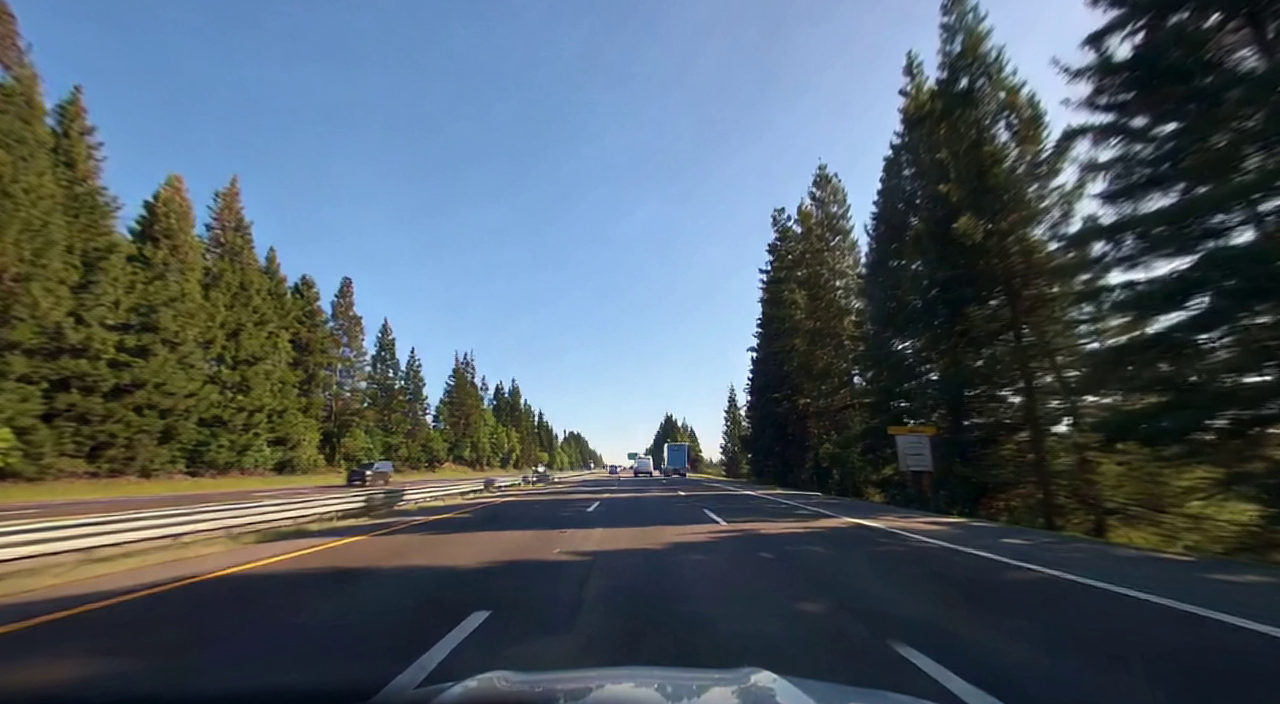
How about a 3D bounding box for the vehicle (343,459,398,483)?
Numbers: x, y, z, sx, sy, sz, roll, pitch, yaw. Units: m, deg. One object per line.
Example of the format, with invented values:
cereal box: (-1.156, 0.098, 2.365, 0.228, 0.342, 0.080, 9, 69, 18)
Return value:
vehicle: (-18.552, 8.226, 43.456, 1.785, 1.513, 4.361, 1, -10, 1)
